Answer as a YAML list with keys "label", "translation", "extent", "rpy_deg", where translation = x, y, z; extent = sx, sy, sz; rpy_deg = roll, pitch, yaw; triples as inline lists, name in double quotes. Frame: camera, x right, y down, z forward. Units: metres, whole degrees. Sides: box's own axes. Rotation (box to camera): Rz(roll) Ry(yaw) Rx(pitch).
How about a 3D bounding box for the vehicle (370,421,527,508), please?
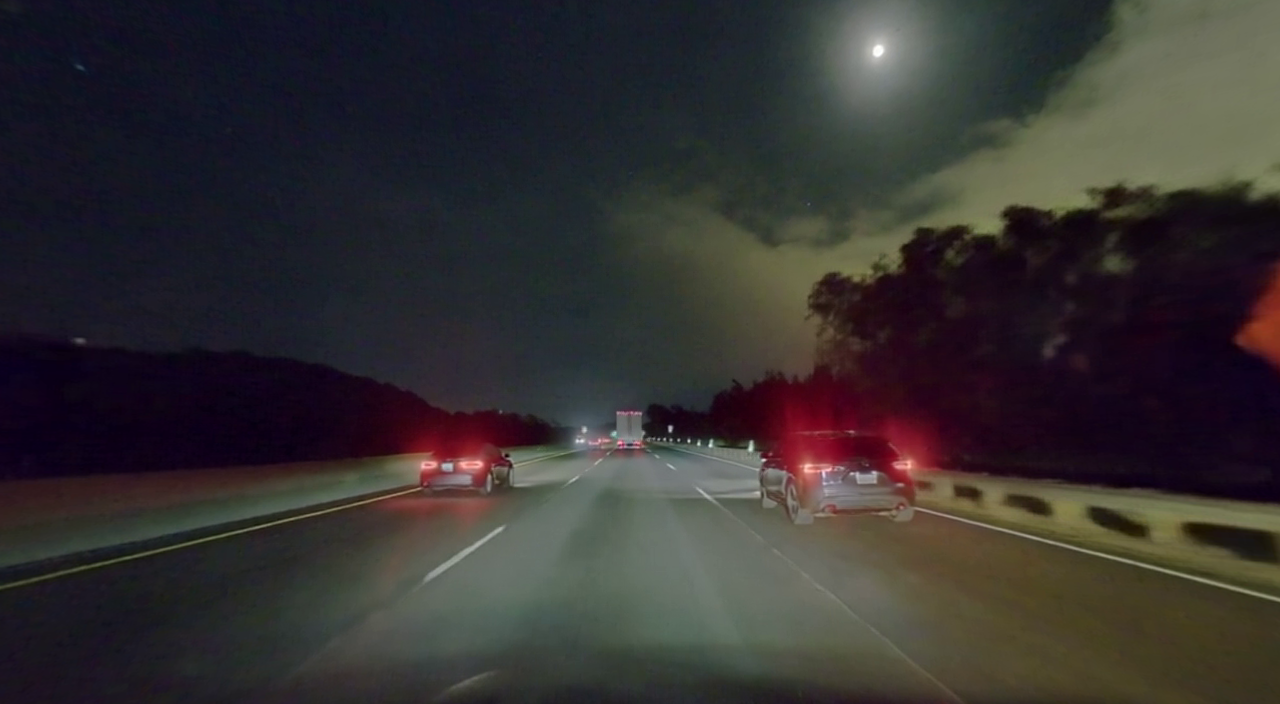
- label: "vehicle"
  translation: [-4.099, 2.475, 14.480]
  extent: [2.123, 1.655, 4.688]
  rpy_deg: [0, -8, 0]
